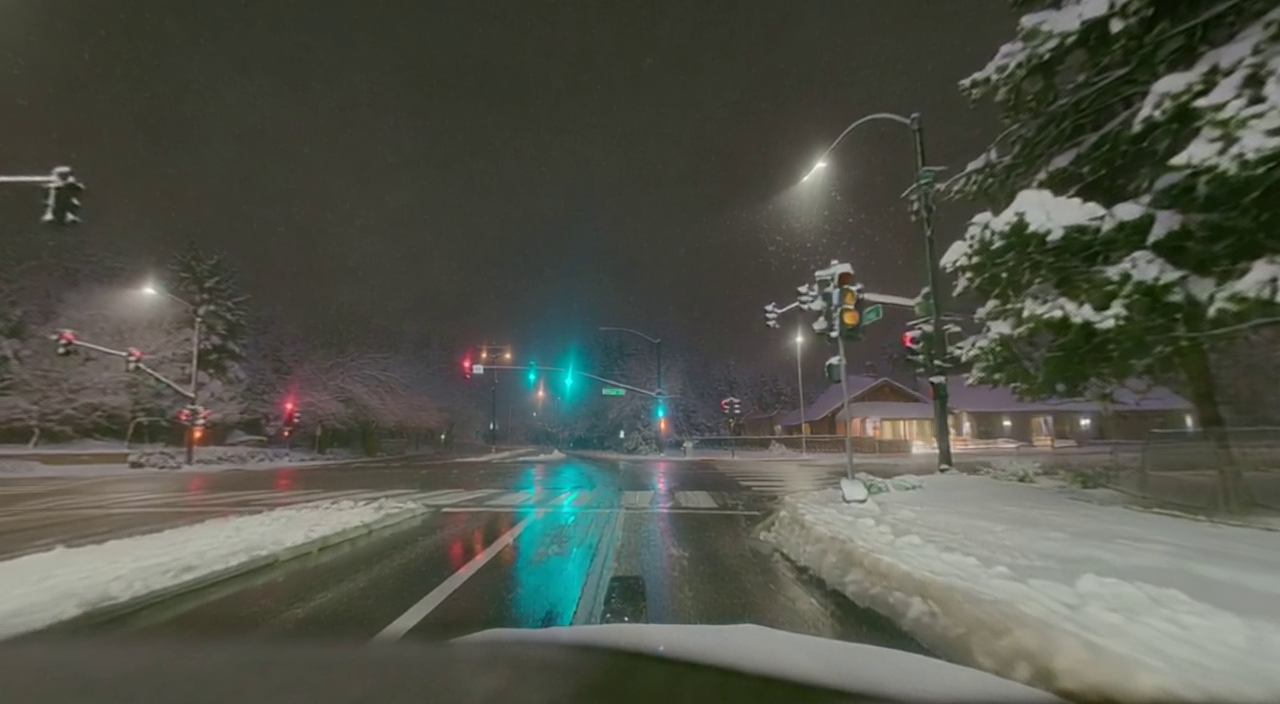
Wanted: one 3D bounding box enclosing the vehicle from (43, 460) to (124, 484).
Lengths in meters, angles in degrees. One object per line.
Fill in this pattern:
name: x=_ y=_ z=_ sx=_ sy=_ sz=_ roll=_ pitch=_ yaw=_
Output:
vehicle: x=-36.860 y=7.953 z=41.768 sx=3.748 sy=1.389 sz=1.656 roll=-1 pitch=-7 yaw=-1
